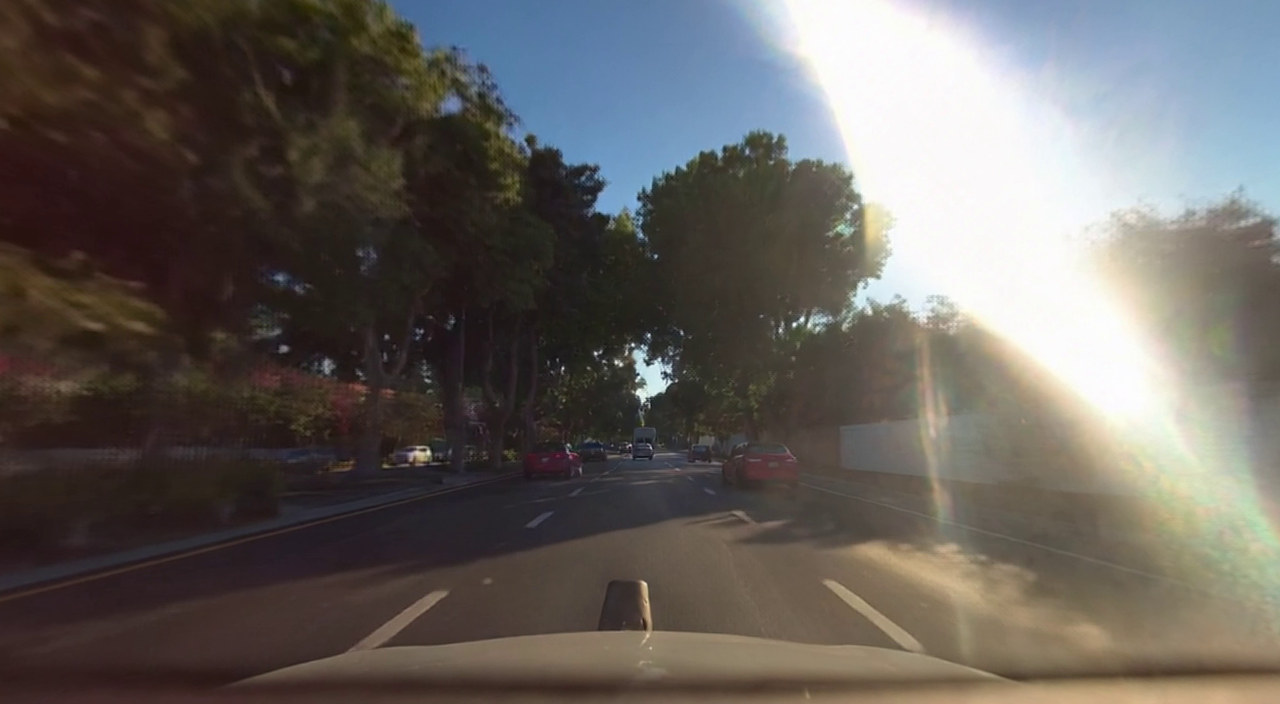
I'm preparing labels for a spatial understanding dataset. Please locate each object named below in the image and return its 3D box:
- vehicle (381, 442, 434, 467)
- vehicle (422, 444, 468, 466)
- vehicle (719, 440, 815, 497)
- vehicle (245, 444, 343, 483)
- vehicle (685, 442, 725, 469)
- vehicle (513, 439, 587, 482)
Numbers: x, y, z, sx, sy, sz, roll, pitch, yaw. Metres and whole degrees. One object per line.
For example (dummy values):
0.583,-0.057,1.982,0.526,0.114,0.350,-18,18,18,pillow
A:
-17.504,7.741,47.558,2.107,1.796,5.011,0,-8,0,vehicle
-13.656,7.199,44.146,1.816,1.484,4.356,0,-8,0,vehicle
3.595,3.382,18.634,1.945,1.469,4.258,0,-8,0,vehicle
-14.041,4.498,25.749,1.822,1.461,3.778,0,-8,0,vehicle
3.938,6.320,38.613,1.905,1.520,4.340,1,-8,-1,vehicle
-3.313,4.075,23.980,2.036,1.474,4.647,0,-8,1,vehicle
